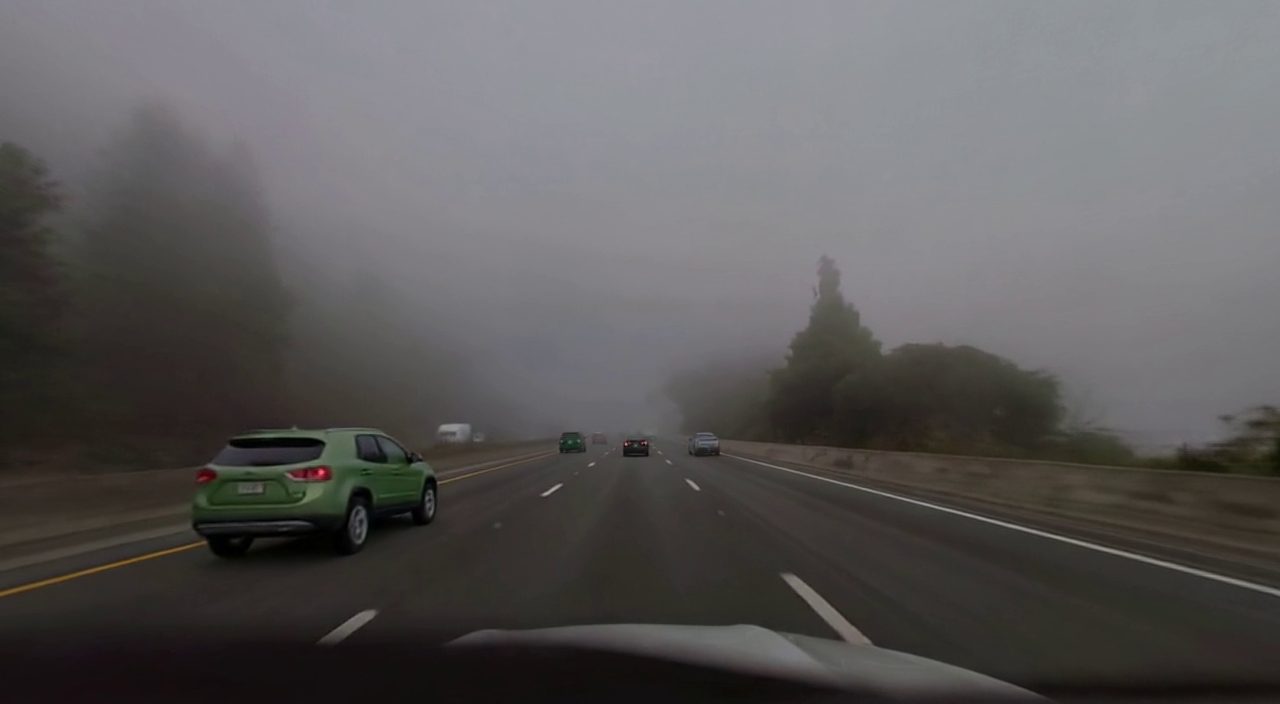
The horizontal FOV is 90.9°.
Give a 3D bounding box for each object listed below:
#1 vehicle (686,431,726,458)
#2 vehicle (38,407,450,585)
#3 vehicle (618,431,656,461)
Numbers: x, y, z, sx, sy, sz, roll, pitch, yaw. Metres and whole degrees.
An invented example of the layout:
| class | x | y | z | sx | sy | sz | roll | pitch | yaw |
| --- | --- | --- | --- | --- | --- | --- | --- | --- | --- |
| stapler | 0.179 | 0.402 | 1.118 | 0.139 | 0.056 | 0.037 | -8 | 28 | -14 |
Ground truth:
| class | x | y | z | sx | sy | sz | roll | pitch | yaw |
| --- | --- | --- | --- | --- | --- | --- | --- | --- | --- |
| vehicle | 3.850 | 5.443 | 37.229 | 1.841 | 1.491 | 3.869 | 0 | -8 | -2 |
| vehicle | -4.122 | 1.551 | 7.846 | 2.023 | 1.512 | 4.804 | 0 | -8 | 0 |
| vehicle | -0.158 | 4.863 | 32.879 | 1.869 | 1.466 | 3.356 | 0 | -8 | 0 |
